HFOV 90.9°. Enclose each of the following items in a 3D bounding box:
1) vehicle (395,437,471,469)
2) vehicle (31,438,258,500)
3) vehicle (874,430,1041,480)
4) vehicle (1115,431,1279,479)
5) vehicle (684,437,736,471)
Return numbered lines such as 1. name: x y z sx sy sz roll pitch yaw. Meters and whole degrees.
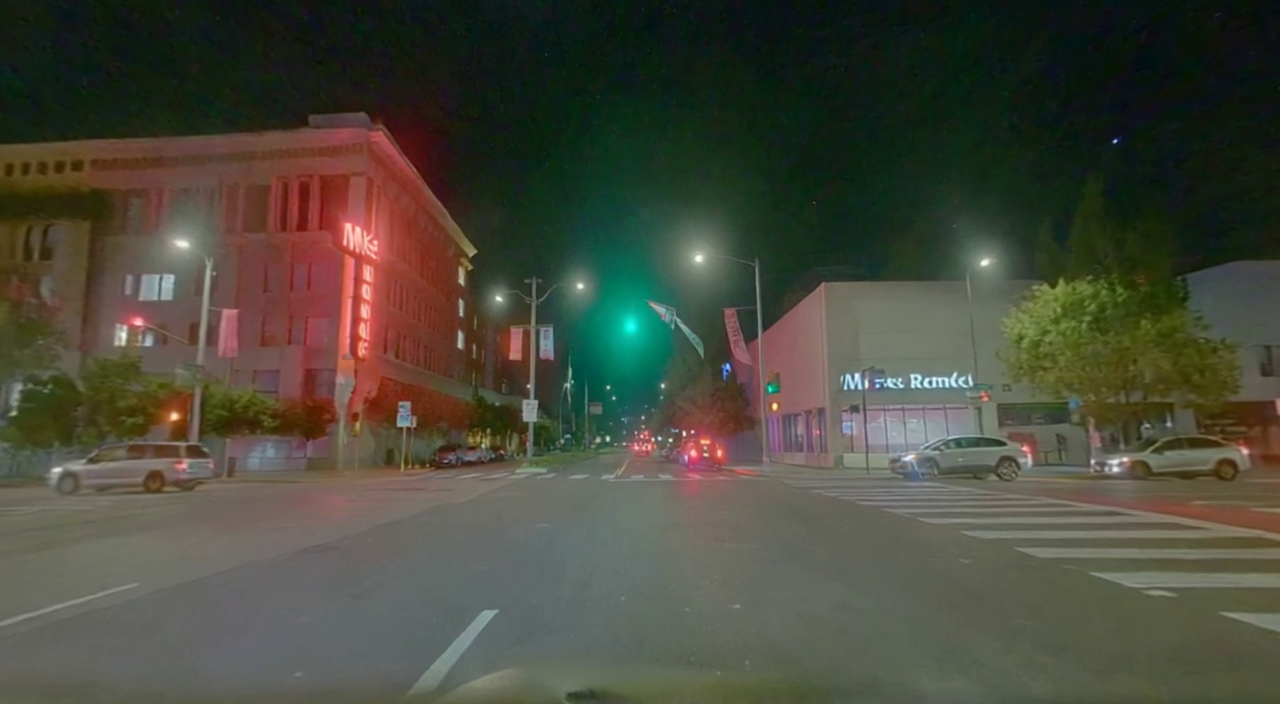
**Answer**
1. vehicle: -12.458 6.023 37.815 4.447 1.790 2.206 -7 -11 38
2. vehicle: -13.419 3.136 17.372 4.597 1.476 1.980 7 -11 -39
3. vehicle: 10.223 3.353 20.581 4.330 1.517 2.045 0 -8 0
4. vehicle: 18.850 3.375 20.711 4.836 1.471 1.991 0 -9 -1
5. vehicle: 3.444 5.159 32.029 2.120 1.560 4.402 0 -8 0
